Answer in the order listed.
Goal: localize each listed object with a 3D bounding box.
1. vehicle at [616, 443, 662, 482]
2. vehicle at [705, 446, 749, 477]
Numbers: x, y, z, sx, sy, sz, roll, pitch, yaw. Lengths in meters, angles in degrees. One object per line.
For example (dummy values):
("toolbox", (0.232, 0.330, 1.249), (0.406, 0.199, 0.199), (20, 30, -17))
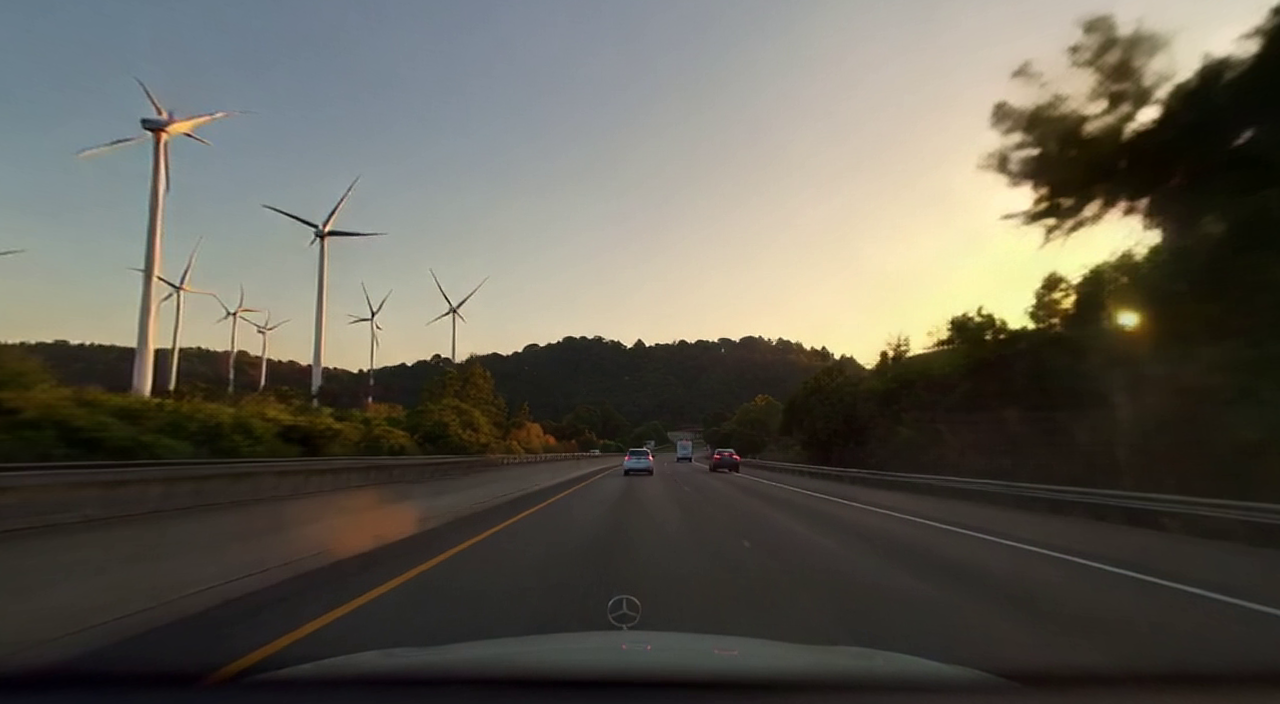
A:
("vehicle", (-0.024, 5.195, 29.819), (2.038, 1.723, 4.150), (0, -9, 0))
("vehicle", (5.065, 6.446, 37.290), (2.040, 1.721, 4.507), (0, -9, 1))
